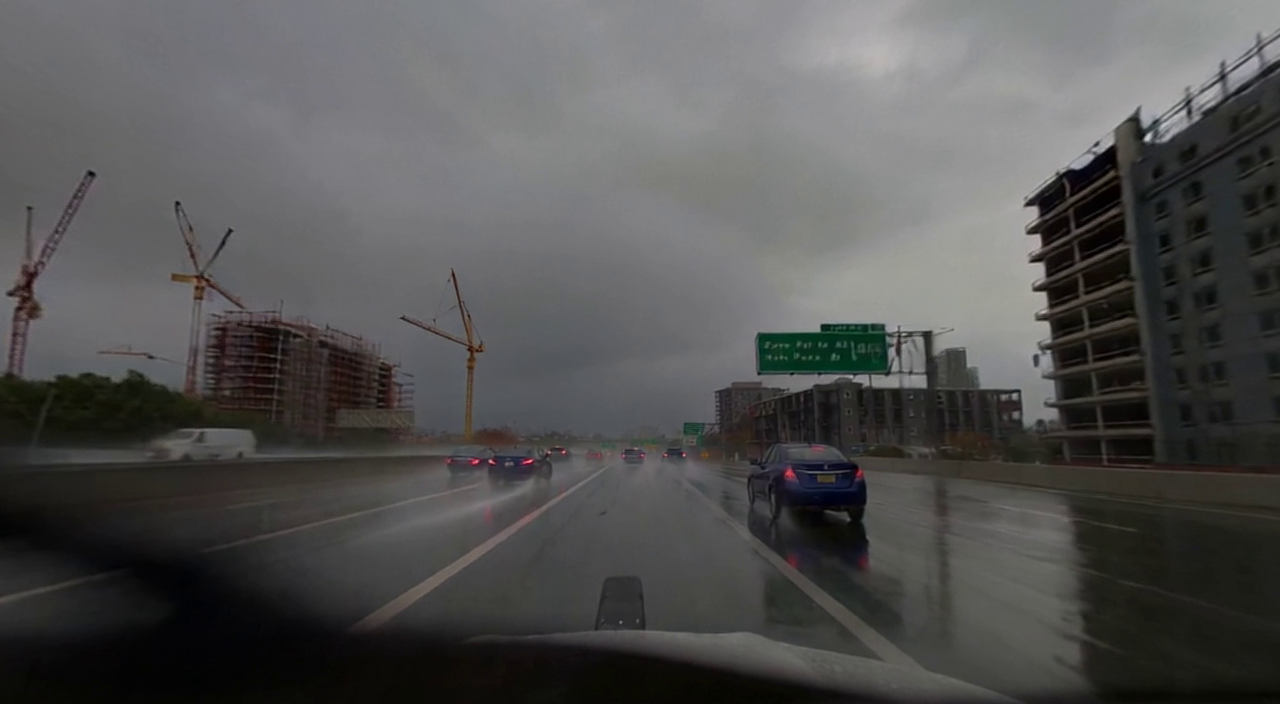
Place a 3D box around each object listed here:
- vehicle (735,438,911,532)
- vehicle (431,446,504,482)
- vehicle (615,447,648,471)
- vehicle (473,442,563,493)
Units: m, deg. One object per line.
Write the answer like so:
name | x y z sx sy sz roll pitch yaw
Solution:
vehicle | 3.275 2.465 12.406 1.995 1.486 4.463 0 -9 -2
vehicle | -7.909 5.157 29.490 2.043 1.494 4.824 0 -9 0
vehicle | -0.550 7.014 41.504 2.019 1.472 3.971 0 -9 -1
vehicle | -3.978 3.841 21.464 2.136 1.512 4.488 0 -9 1
